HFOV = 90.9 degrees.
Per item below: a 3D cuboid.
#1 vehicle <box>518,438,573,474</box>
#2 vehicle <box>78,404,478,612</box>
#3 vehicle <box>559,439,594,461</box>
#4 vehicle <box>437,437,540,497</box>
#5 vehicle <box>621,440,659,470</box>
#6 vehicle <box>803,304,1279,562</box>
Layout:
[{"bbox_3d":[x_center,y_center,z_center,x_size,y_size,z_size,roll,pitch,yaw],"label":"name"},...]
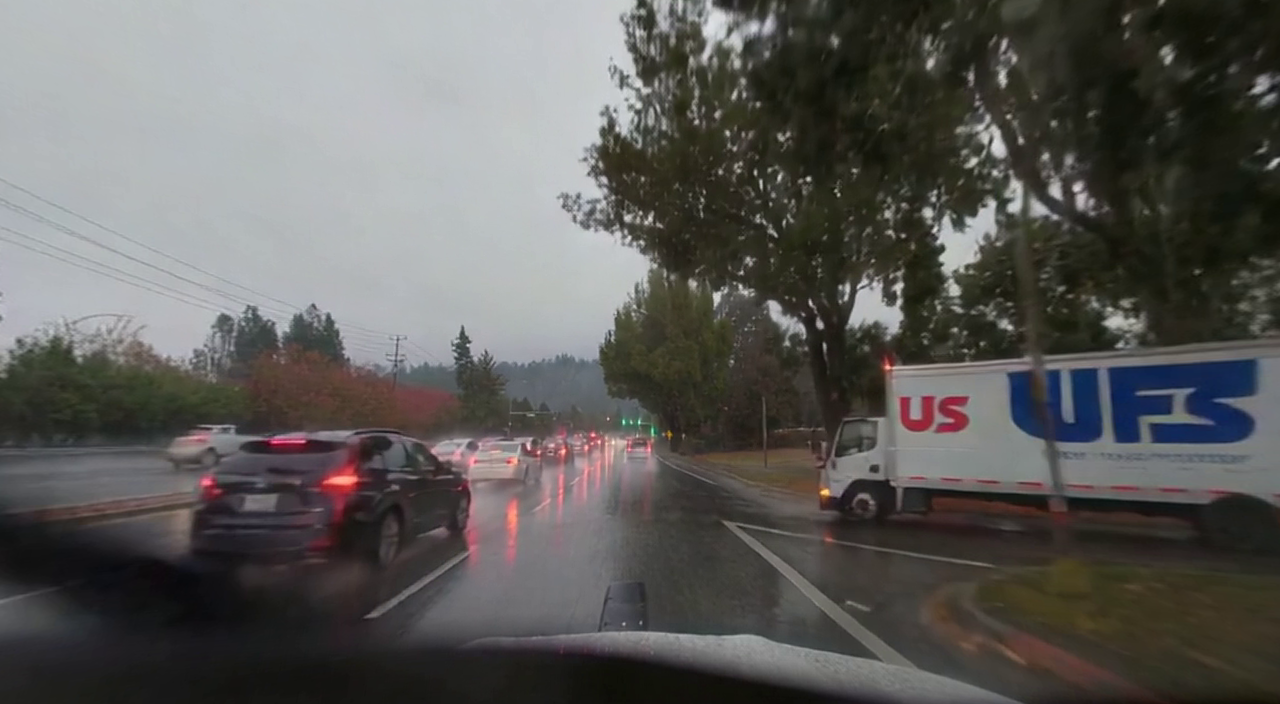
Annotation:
[{"bbox_3d":[-4.273,4.790,29.257,1.871,1.502,4.240,-1,-8,0],"label":"vehicle"},{"bbox_3d":[-3.519,1.585,7.395,2.007,1.664,4.431,-1,-8,1],"label":"vehicle"},{"bbox_3d":[-4.305,6.707,43.374,1.975,1.447,4.356,-1,-8,1],"label":"vehicle"},{"bbox_3d":[-4.241,3.276,18.475,1.904,1.496,4.481,0,-8,0],"label":"vehicle"},{"bbox_3d":[-0.024,5.474,33.736,1.875,1.453,3.888,0,-8,-1],"label":"vehicle"},{"bbox_3d":[7.404,1.362,10.389,3.138,3.120,8.670,7,-11,-43],"label":"vehicle"}]
